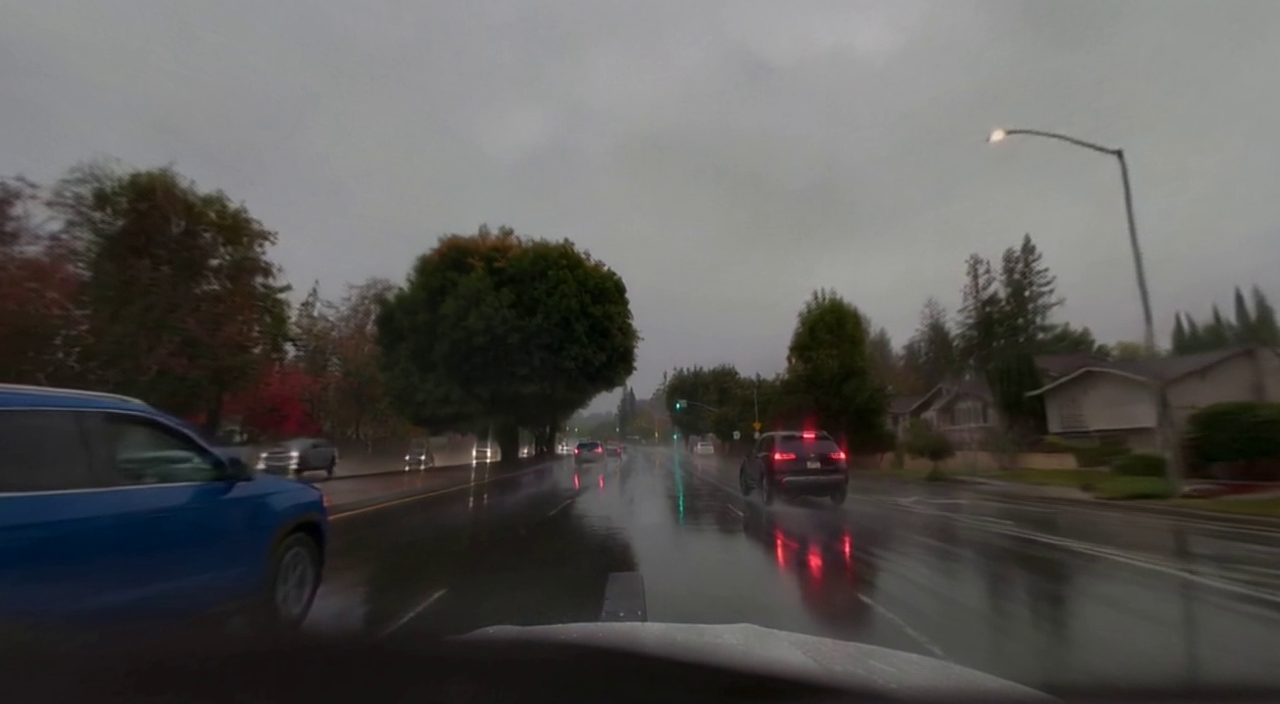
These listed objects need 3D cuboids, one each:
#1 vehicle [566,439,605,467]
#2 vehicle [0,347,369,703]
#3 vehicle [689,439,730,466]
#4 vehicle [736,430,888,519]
[{"bbox_3d":[-3.237,6.101,38.364,1.988,1.569,4.202,0,-8,0],"label":"vehicle"},{"bbox_3d":[-3.468,0.968,3.312,2.045,1.688,4.632,0,-8,0],"label":"vehicle"},{"bbox_3d":[4.599,6.725,42.465,2.169,1.669,4.037,0,-8,-1],"label":"vehicle"},{"bbox_3d":[3.593,2.639,14.174,2.132,1.659,4.387,0,-8,-1],"label":"vehicle"}]
